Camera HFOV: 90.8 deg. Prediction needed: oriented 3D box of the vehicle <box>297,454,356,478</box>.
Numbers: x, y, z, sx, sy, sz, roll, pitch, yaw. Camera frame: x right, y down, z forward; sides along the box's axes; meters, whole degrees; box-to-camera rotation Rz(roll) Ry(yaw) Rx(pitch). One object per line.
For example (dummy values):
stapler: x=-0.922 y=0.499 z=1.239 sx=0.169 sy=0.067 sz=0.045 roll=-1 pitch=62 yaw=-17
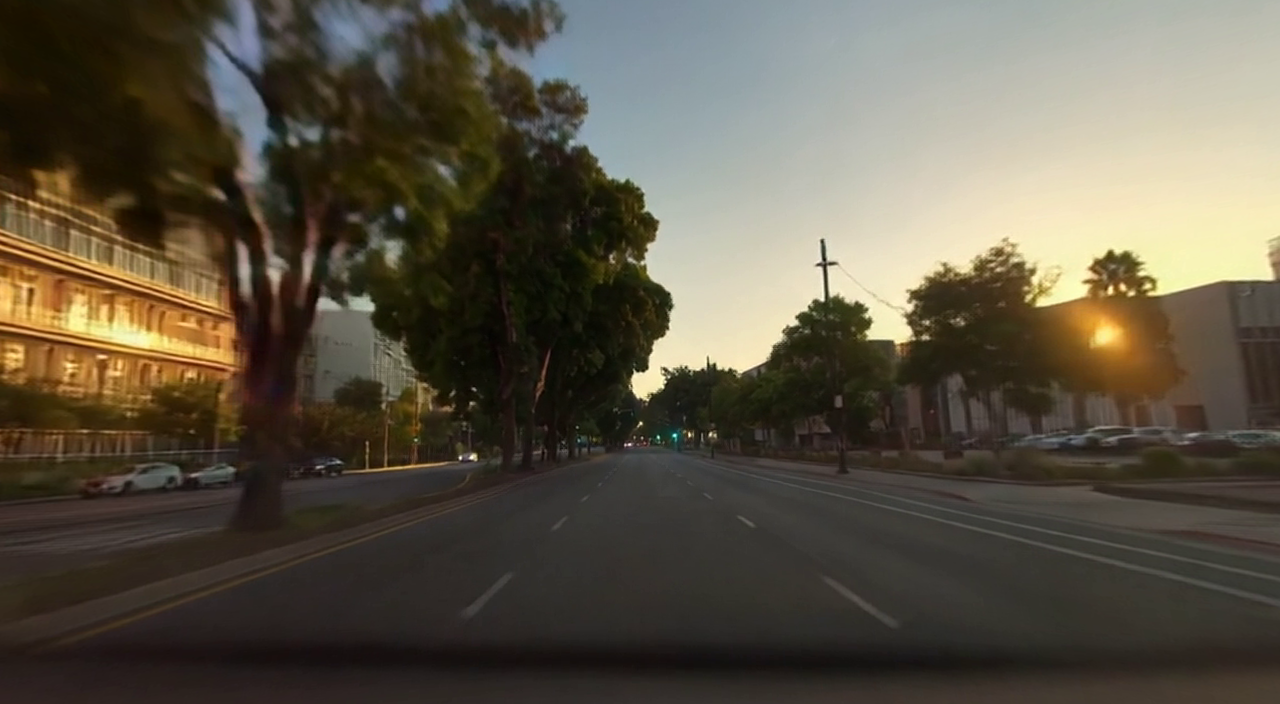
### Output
vehicle: x=-21.967 y=7.977 z=44.444 sx=1.841 sy=1.505 sz=4.664 roll=0 pitch=-8 yaw=-1

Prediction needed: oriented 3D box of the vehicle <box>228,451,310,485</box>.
vehicle: x=-22.156 y=6.886 z=37.954 sx=2.043 sy=1.816 sz=4.776 roll=0 pitch=-8 yaw=-1

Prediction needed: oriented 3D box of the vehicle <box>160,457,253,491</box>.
vehicle: x=-22.013 y=6.189 z=32.307 sx=1.897 sy=1.462 sz=4.278 roll=0 pitch=-8 yaw=-3

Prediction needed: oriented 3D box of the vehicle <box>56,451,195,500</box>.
vehicle: x=-21.895 y=5.226 z=27.209 sx=1.922 sy=1.821 sz=4.729 roll=0 pitch=-8 yaw=0
